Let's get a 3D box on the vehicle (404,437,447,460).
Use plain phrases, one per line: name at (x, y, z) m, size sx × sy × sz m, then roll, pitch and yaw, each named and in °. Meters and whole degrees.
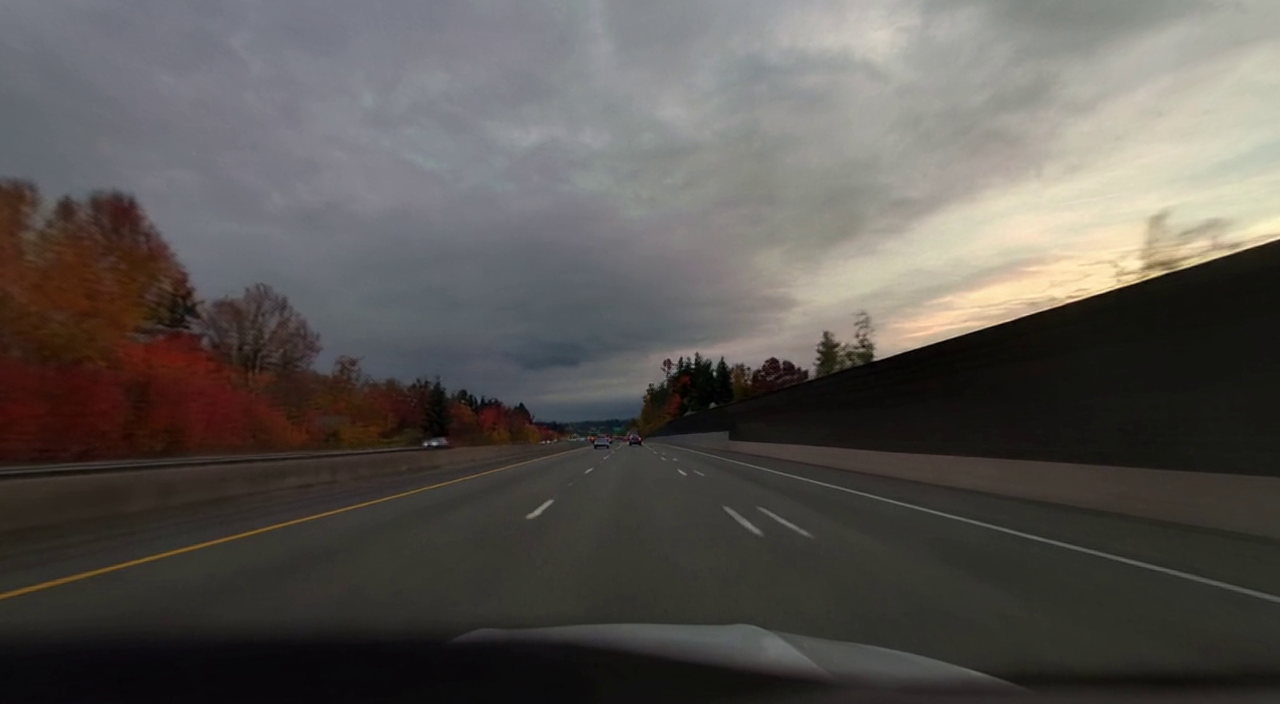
vehicle at (-16.957, 7.617, 49.963) m, size 1.958 × 1.710 × 4.234 m, roll 0°, pitch -8°, yaw -1°
